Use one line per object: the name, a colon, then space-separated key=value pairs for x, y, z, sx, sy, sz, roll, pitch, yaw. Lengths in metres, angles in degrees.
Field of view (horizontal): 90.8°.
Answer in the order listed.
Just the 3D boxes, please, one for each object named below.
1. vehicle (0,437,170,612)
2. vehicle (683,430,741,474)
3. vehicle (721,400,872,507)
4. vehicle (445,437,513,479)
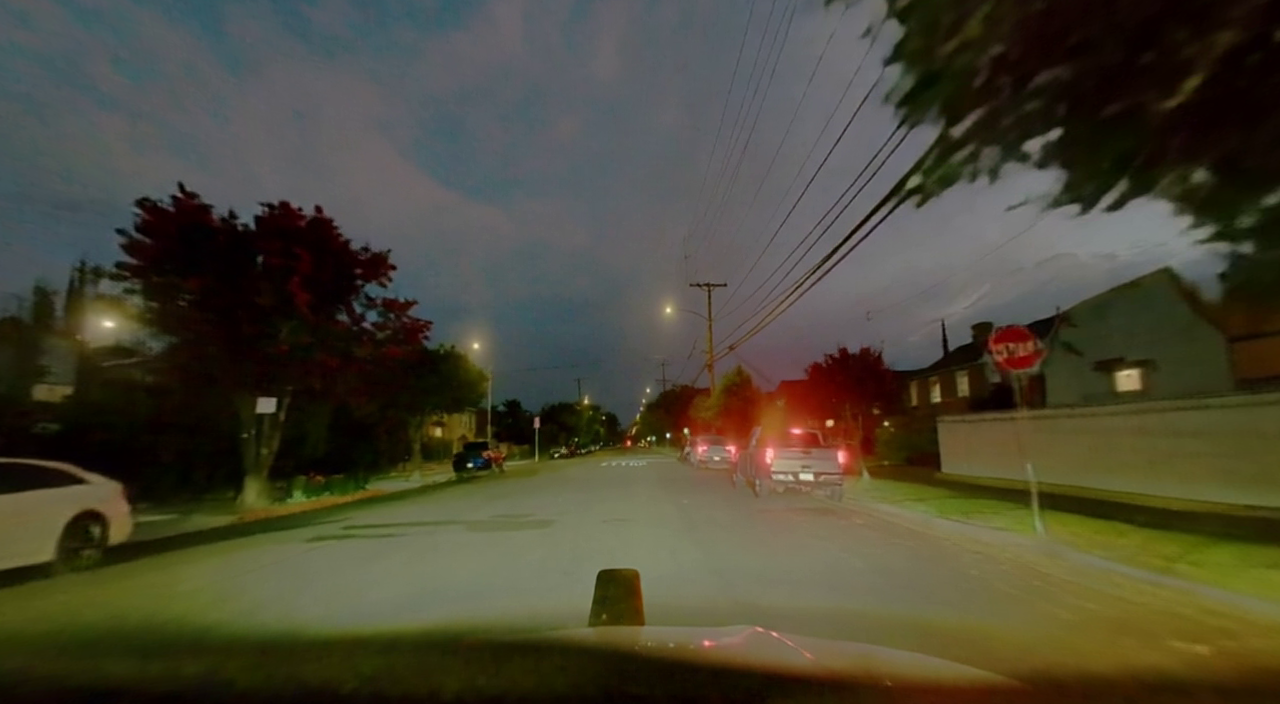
vehicle: x=-6.726 y=1.567 z=5.256 sx=2.086 sy=1.516 sz=4.568 roll=-6 pitch=-10 yaw=1
vehicle: x=3.084 y=4.388 z=27.856 sx=1.993 sy=1.778 sz=4.311 roll=0 pitch=-8 yaw=0
vehicle: x=3.407 y=2.391 z=15.201 sx=2.111 sy=2.054 sz=5.748 roll=0 pitch=-8 yaw=0
vehicle: x=-7.394 y=4.968 z=29.386 sx=1.980 sy=1.664 sz=4.342 roll=-5 pitch=-11 yaw=-1
